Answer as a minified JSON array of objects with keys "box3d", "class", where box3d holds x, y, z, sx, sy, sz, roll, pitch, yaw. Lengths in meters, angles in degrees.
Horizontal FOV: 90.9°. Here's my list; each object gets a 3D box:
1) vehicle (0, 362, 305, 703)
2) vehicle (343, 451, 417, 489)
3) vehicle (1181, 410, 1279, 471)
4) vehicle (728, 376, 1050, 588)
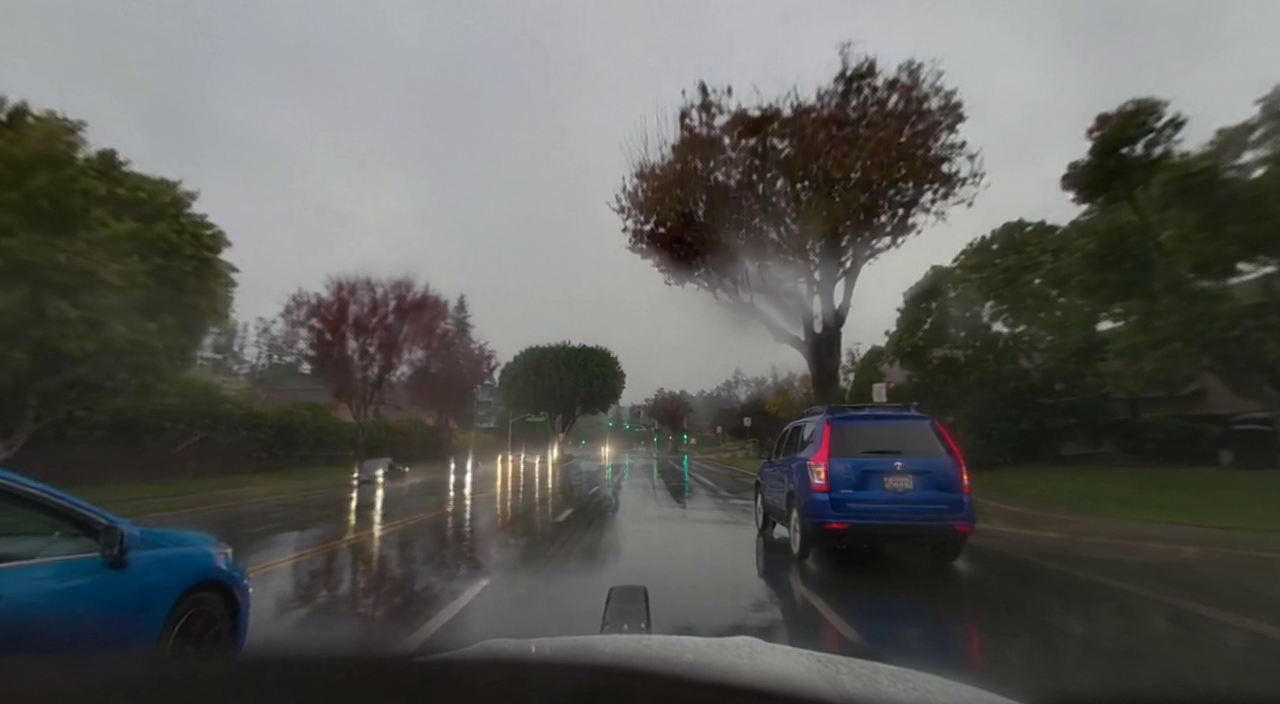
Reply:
[{"box3d":[-3.337,0.829,1.975,2.058,1.659,4.514,0,-8,0],"class":"vehicle"},{"box3d":[-13.072,5.909,32.032,2.002,1.729,4.441,0,-8,-2],"class":"vehicle"},{"box3d":[16.916,2.362,16.741,1.822,1.496,3.560,0,-8,-1],"class":"vehicle"},{"box3d":[2.820,1.676,9.025,2.338,2.063,5.592,0,-8,0],"class":"vehicle"}]
